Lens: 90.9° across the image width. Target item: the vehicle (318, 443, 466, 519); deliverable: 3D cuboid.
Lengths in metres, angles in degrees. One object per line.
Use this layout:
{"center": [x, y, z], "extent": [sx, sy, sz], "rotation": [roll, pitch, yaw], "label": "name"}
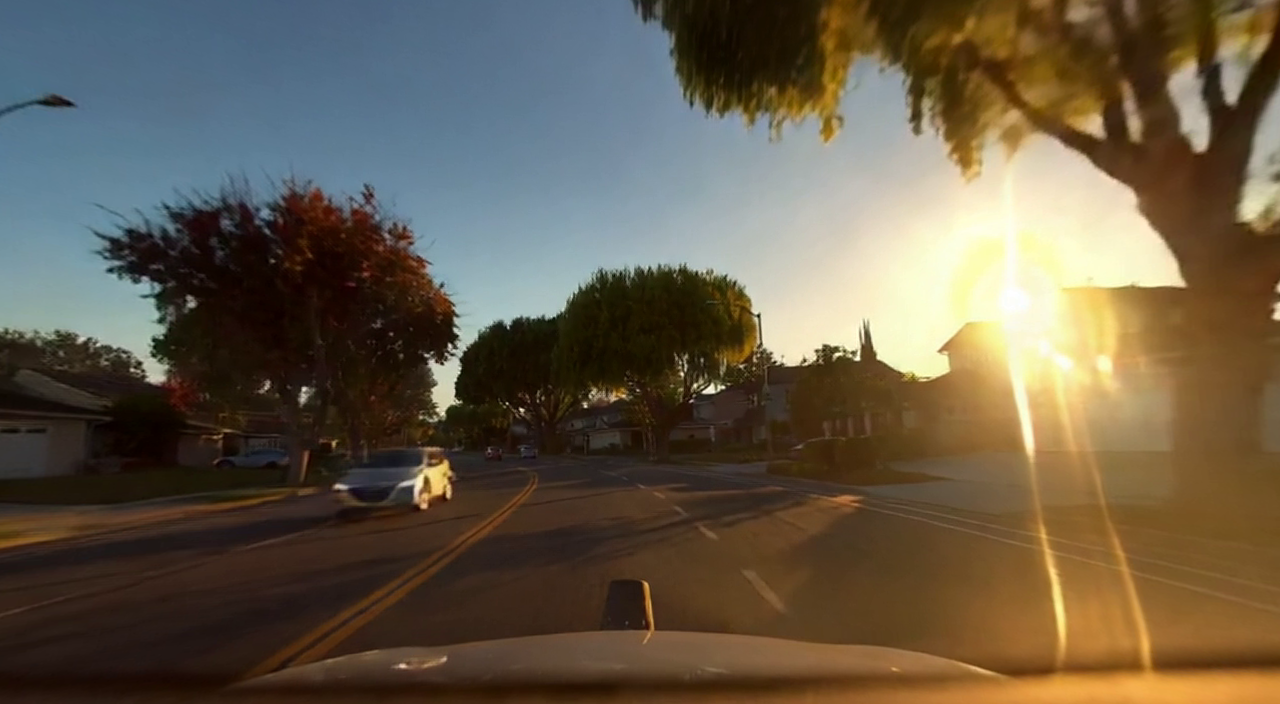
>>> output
{"center": [-5.506, 2.873, 14.666], "extent": [2.043, 1.470, 4.338], "rotation": [1, -8, -6], "label": "vehicle"}
